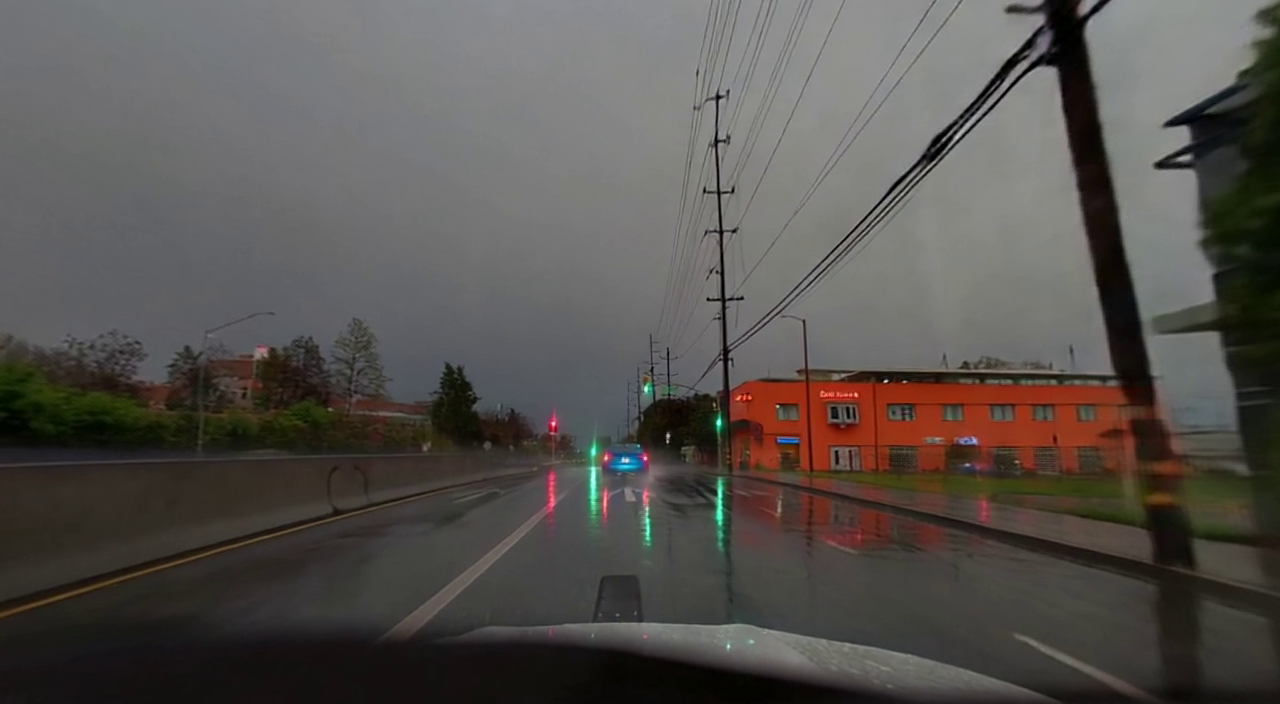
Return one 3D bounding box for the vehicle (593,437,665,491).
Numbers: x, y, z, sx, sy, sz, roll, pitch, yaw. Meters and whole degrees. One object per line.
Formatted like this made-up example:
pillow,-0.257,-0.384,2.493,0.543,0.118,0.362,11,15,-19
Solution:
vehicle,-0.382,3.561,20.464,2.123,1.566,3.662,0,-8,-2
